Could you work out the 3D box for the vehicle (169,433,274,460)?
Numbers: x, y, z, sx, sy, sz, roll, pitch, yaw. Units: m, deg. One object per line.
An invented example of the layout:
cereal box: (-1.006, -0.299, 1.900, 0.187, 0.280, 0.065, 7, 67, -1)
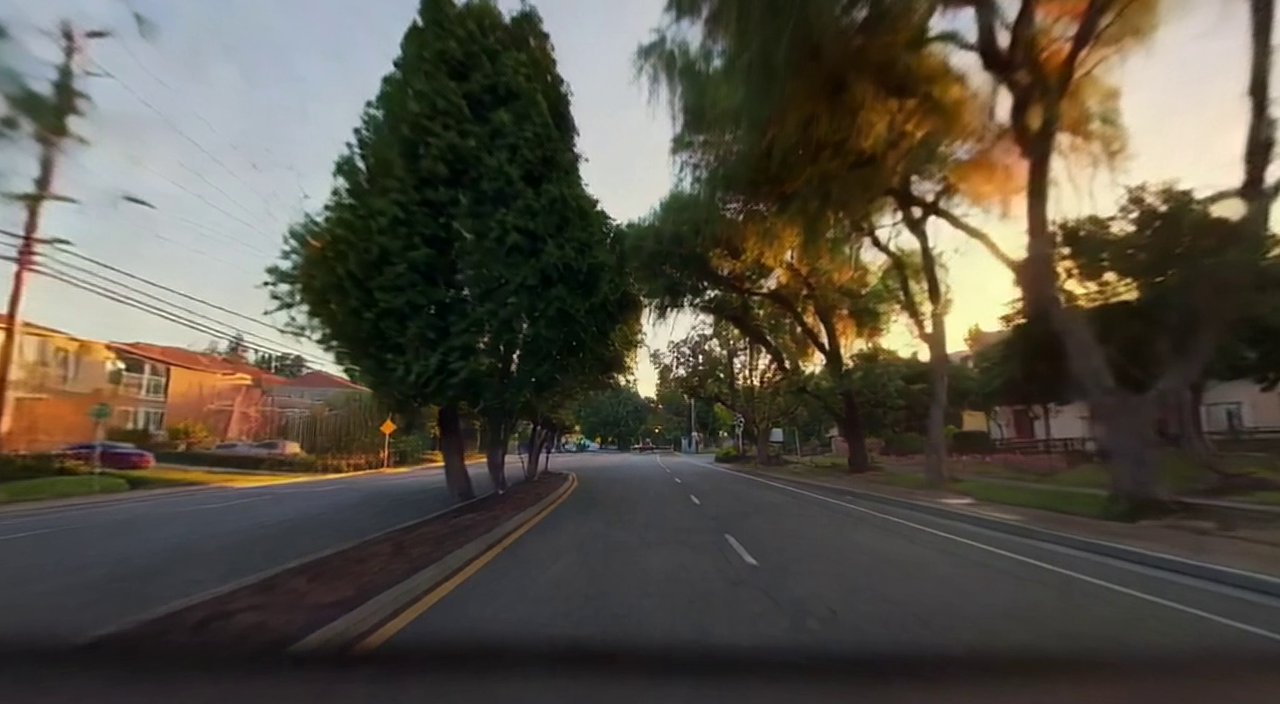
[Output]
vehicle: (-22.745, 5.137, 34.345, 4.265, 1.393, 2.071, 0, -8, 3)
